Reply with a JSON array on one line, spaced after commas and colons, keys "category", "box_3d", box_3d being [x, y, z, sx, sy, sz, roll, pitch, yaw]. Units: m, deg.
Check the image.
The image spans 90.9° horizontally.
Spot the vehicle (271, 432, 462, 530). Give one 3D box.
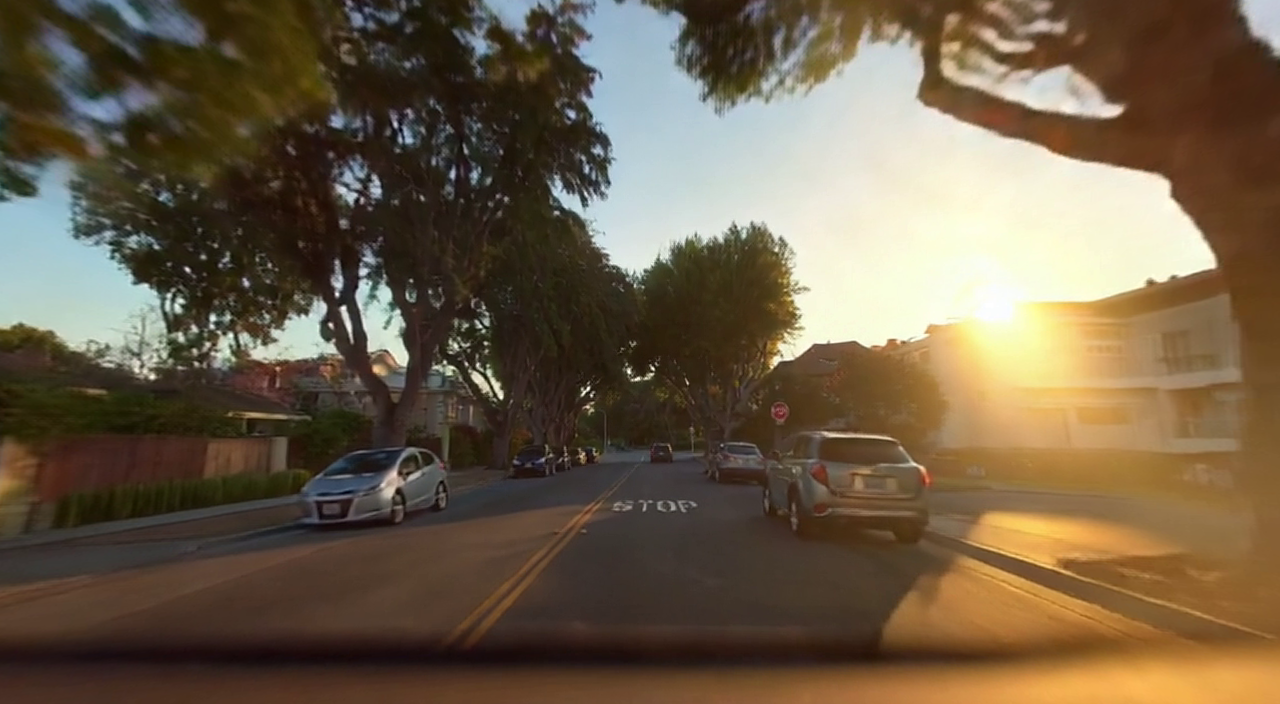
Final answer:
[{"category": "vehicle", "box_3d": [-5.495, 2.598, 13.456, 2.007, 1.709, 4.502, 0, -8, 0]}]

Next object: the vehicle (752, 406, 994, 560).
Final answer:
[{"category": "vehicle", "box_3d": [3.213, 1.906, 10.045, 2.117, 1.807, 4.964, 0, -8, 2]}]

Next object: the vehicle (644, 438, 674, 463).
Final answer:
[{"category": "vehicle", "box_3d": [1.401, 7.290, 46.921, 2.172, 1.722, 4.201, 0, -8, 1]}]

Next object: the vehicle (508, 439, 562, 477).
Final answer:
[{"category": "vehicle", "box_3d": [-4.937, 5.006, 30.186, 1.955, 1.659, 4.324, 1, -8, -2]}]

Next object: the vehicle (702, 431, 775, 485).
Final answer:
[{"category": "vehicle", "box_3d": [3.585, 3.962, 23.881, 1.970, 1.801, 4.721, 0, -8, -1]}]
